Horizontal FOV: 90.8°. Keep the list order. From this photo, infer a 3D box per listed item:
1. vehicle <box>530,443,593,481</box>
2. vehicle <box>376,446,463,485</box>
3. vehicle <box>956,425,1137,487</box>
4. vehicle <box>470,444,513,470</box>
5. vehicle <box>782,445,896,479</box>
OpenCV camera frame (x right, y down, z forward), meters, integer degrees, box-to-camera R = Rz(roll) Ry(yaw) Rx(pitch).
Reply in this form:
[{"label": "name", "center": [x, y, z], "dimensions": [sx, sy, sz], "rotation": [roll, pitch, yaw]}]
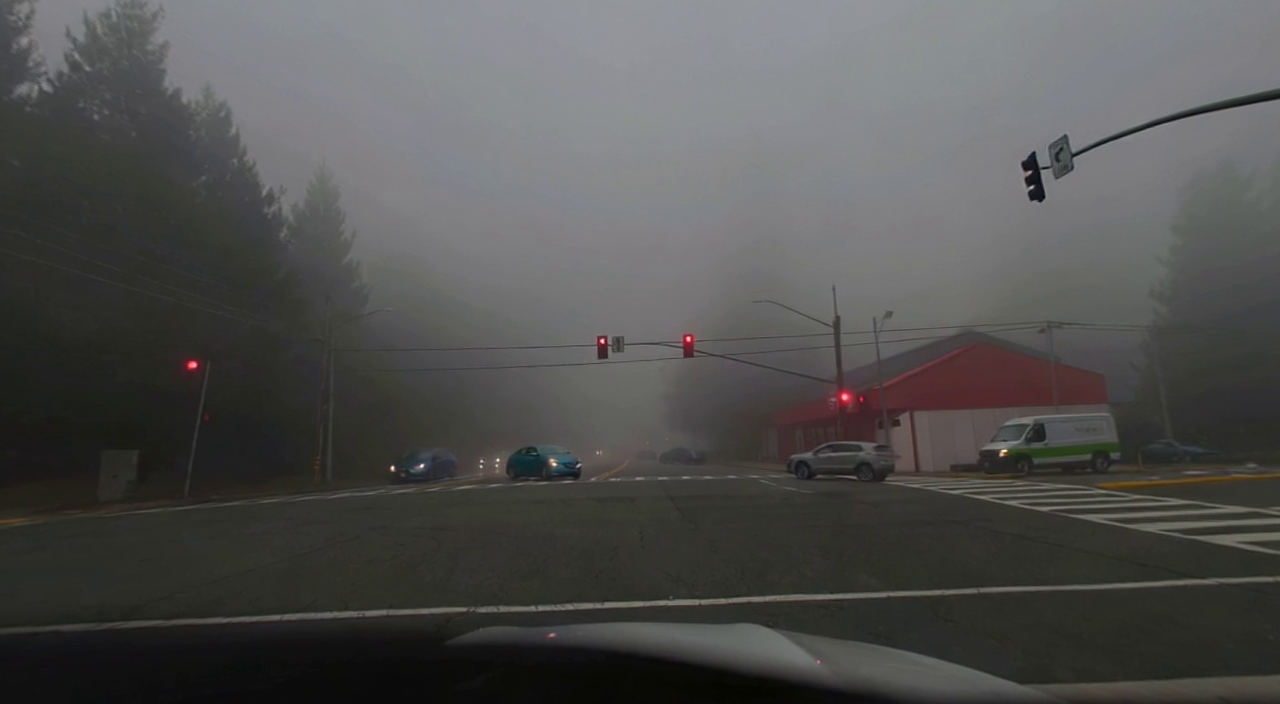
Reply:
[{"label": "vehicle", "center": [-3.305, 4.434, 25.832], "dimensions": [1.846, 1.416, 4.228], "rotation": [2, -9, -17]}, {"label": "vehicle", "center": [-8.920, 4.617, 26.009], "dimensions": [2.024, 1.460, 4.381], "rotation": [0, -9, 0]}, {"label": "vehicle", "center": [14.856, 3.773, 23.126], "dimensions": [5.910, 2.046, 2.228], "rotation": [3, -9, -19]}, {"label": "vehicle", "center": [-8.978, 6.362, 38.494], "dimensions": [1.779, 1.460, 4.463], "rotation": [1, -9, -4]}, {"label": "vehicle", "center": [9.204, 5.056, 29.319], "dimensions": [4.828, 1.453, 1.919], "rotation": [-3, -9, 19]}]
